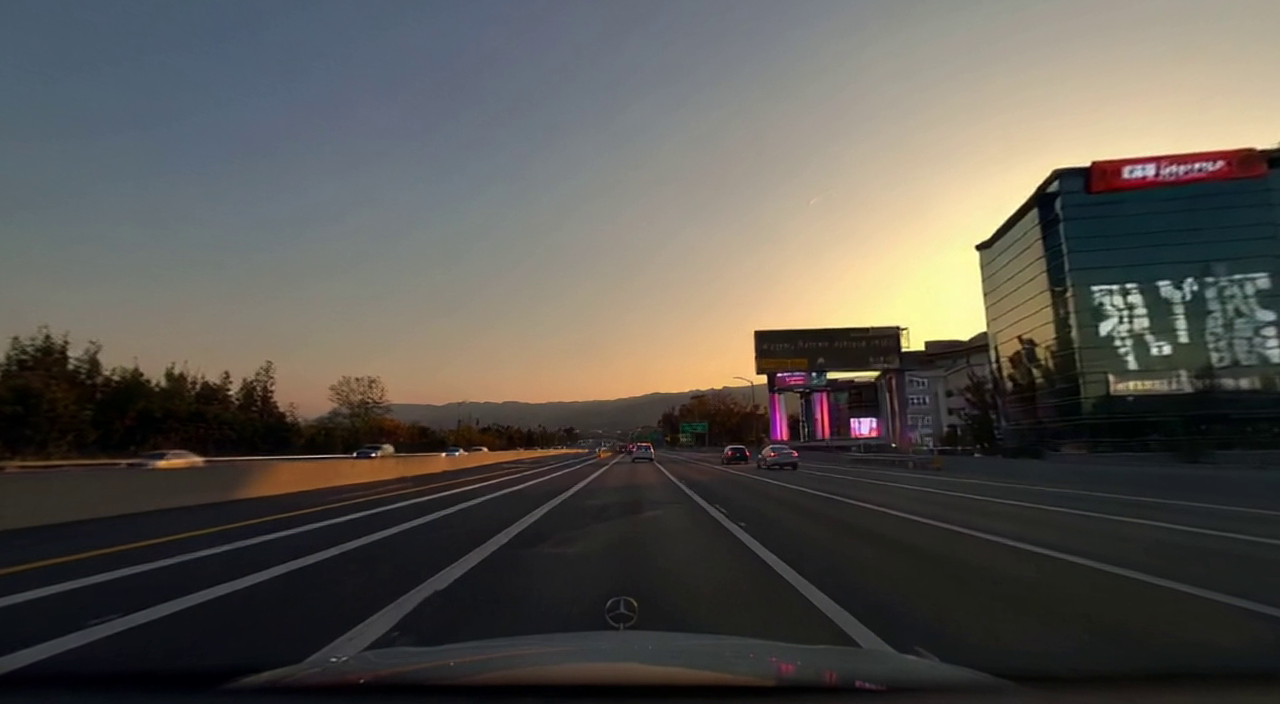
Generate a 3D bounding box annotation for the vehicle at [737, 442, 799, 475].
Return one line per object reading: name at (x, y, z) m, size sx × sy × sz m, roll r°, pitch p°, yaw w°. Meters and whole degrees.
vehicle at (6.263, 5.273, 31.484) m, size 1.976 × 1.477 × 4.448 m, roll 0°, pitch -9°, yaw -2°

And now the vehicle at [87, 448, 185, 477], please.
vehicle at (-29.034, 6.344, 36.605) m, size 1.850 × 1.489 × 4.772 m, roll 0°, pitch -9°, yaw -1°

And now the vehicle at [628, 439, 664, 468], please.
vehicle at (0.299, 6.598, 41.307) m, size 2.154 × 1.786 × 5.045 m, roll 0°, pitch -8°, yaw -2°
